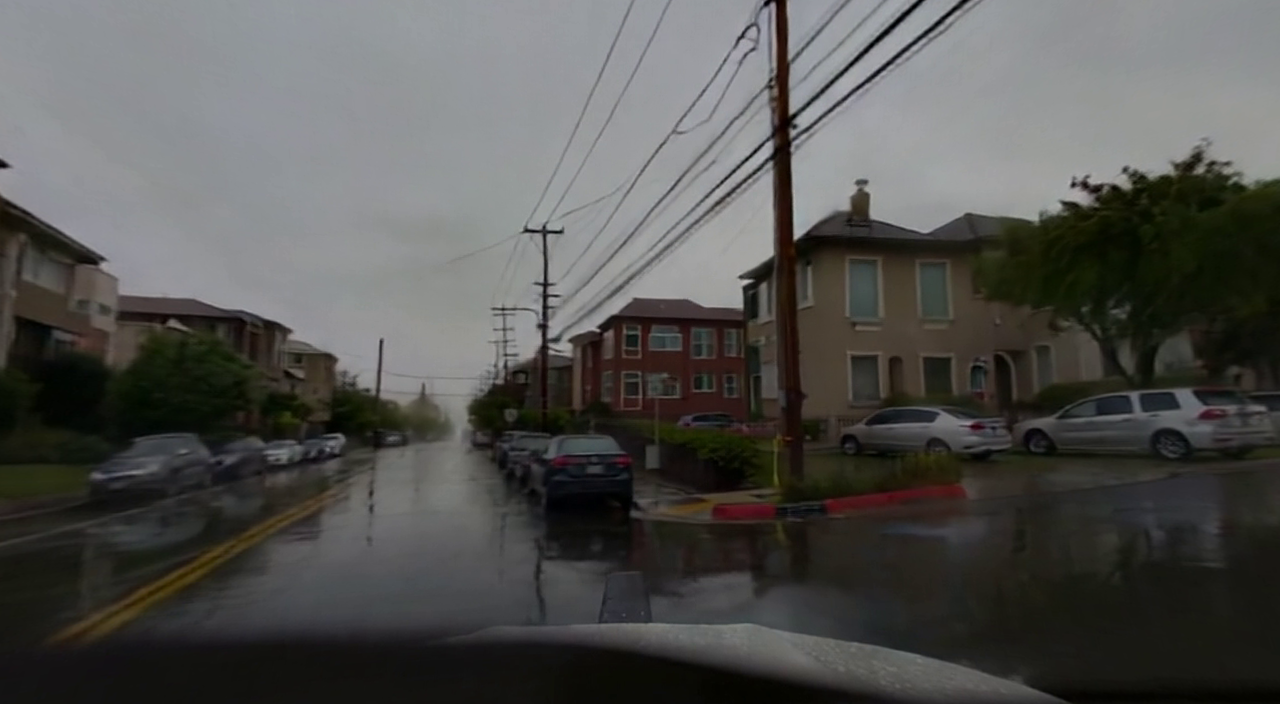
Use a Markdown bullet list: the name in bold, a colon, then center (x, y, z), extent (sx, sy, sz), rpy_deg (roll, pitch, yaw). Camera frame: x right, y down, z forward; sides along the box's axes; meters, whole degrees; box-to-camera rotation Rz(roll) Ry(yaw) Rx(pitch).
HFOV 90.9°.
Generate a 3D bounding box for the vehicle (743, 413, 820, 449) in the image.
- **vehicle**: center (7.035, 3.931, 31.696), extent (1.754, 1.559, 3.567), rpy_deg (3, -5, -32)

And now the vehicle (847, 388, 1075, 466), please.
- **vehicle**: center (7.870, 1.932, 15.828), extent (4.648, 1.659, 1.897), rpy_deg (-8, -11, 43)

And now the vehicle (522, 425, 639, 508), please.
- **vehicle**: center (-1.509, 2.528, 14.445), extent (1.914, 1.591, 3.892), rpy_deg (2, -8, -17)

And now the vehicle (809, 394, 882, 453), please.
- **vehicle**: center (6.788, 2.408, 20.712), extent (2.003, 1.695, 4.195), rpy_deg (-3, -9, 19)

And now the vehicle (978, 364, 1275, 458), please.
- **vehicle**: center (11.932, 1.614, 15.950), extent (5.514, 1.976, 2.153), rpy_deg (-7, -11, 40)

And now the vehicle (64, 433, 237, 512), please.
- **vehicle**: center (-12.042, 2.918, 15.931), extent (1.913, 1.672, 4.267), rpy_deg (2, -8, -16)

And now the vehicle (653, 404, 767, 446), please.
- **vehicle**: center (3.255, 3.641, 30.783), extent (2.152, 1.875, 5.778), rpy_deg (6, -10, -35)
